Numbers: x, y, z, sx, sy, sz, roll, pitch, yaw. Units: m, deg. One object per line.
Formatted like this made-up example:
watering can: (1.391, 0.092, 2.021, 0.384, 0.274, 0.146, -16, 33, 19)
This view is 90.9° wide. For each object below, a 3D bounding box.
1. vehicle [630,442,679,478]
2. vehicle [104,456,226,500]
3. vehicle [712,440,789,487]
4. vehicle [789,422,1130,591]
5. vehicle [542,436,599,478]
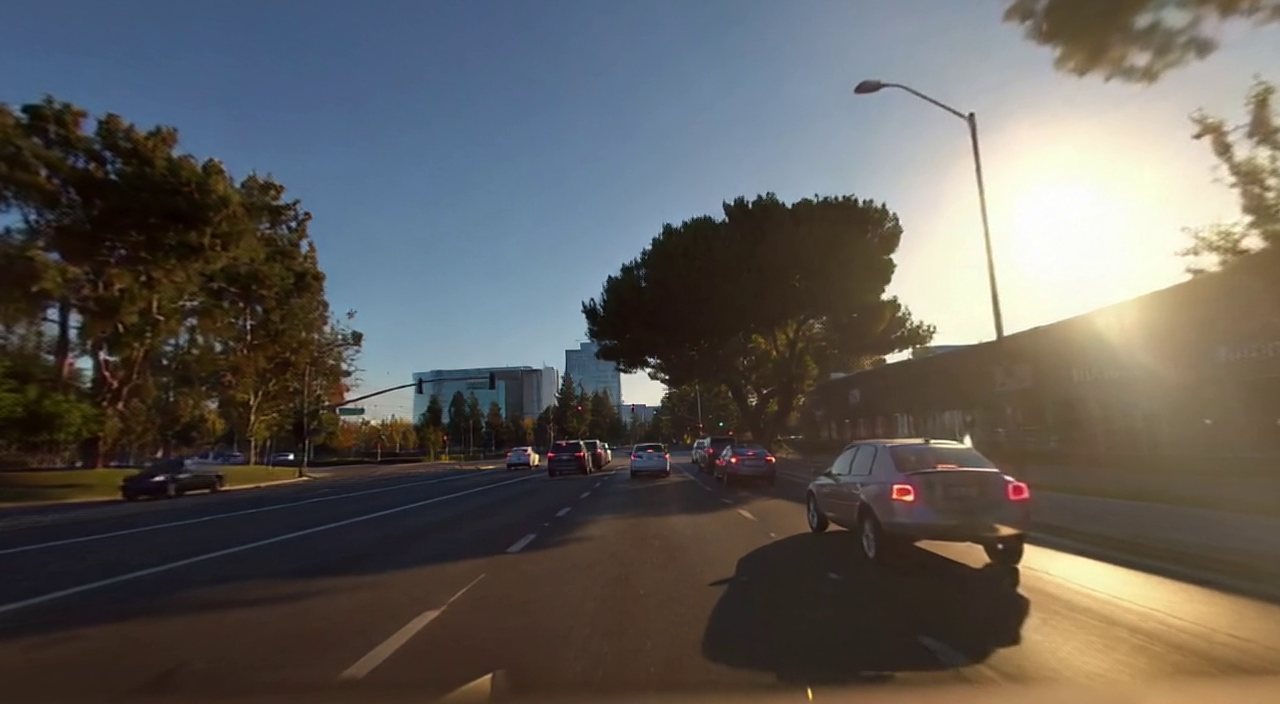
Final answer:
vehicle: (0.607, 4.714, 27.749, 1.971, 1.433, 3.923, 0, -8, 1)
vehicle: (-22.402, 5.920, 30.053, 2.025, 1.802, 4.848, 0, -8, 0)
vehicle: (3.746, 3.860, 22.177, 1.913, 1.463, 4.198, 0, -8, -1)
vehicle: (3.338, 1.692, 7.801, 1.948, 1.474, 4.360, 0, -8, 0)
vehicle: (-3.084, 4.767, 28.848, 2.023, 1.720, 4.452, 0, -8, 1)
